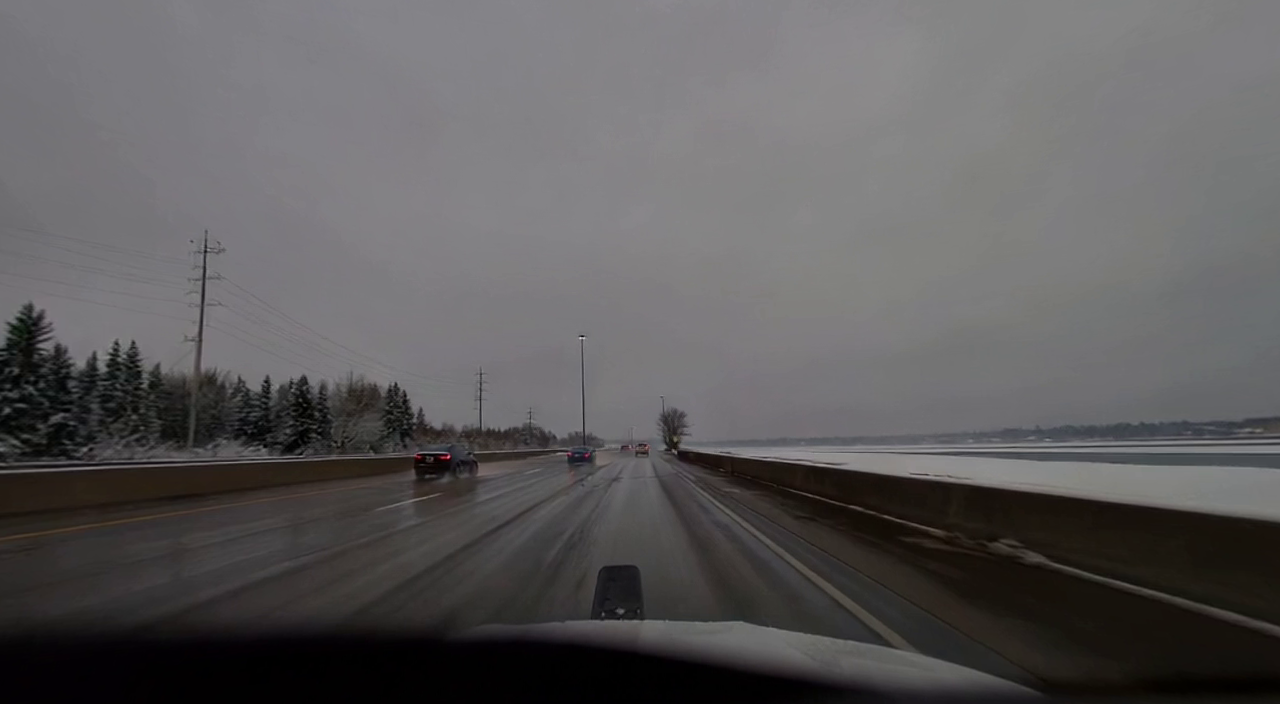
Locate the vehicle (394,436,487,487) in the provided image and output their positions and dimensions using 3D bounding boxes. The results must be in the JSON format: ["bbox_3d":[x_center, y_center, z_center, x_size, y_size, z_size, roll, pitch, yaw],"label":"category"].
[{"bbox_3d":[-7.402,4.090,23.918,2.050,1.717,4.418,0,-8,0],"label":"vehicle"}]

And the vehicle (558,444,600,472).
[{"bbox_3d":[-3.491,6.113,36.664,1.957,1.494,4.207,0,-8,1],"label":"vehicle"}]
